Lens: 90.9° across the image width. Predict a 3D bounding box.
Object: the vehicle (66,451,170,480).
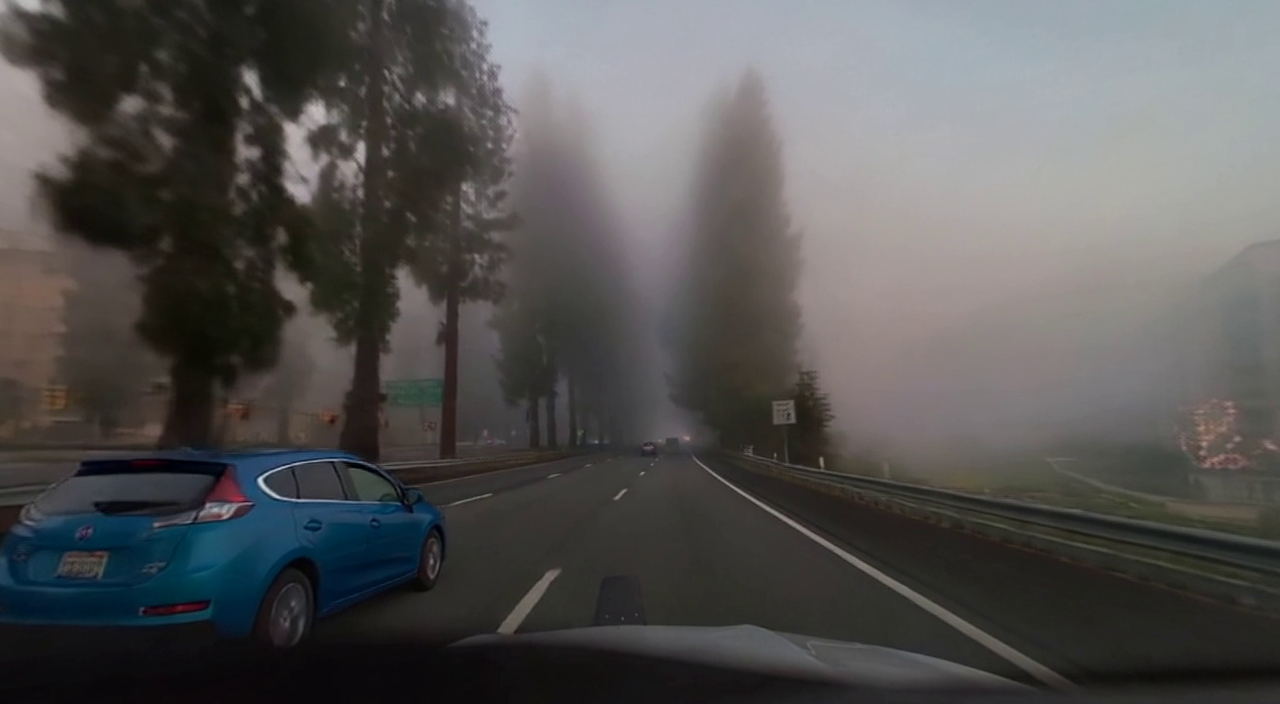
[{"bbox_3d":[-30.209,6.556,36.701,1.843,1.447,4.563,-2,-8,7],"label":"vehicle"}]
